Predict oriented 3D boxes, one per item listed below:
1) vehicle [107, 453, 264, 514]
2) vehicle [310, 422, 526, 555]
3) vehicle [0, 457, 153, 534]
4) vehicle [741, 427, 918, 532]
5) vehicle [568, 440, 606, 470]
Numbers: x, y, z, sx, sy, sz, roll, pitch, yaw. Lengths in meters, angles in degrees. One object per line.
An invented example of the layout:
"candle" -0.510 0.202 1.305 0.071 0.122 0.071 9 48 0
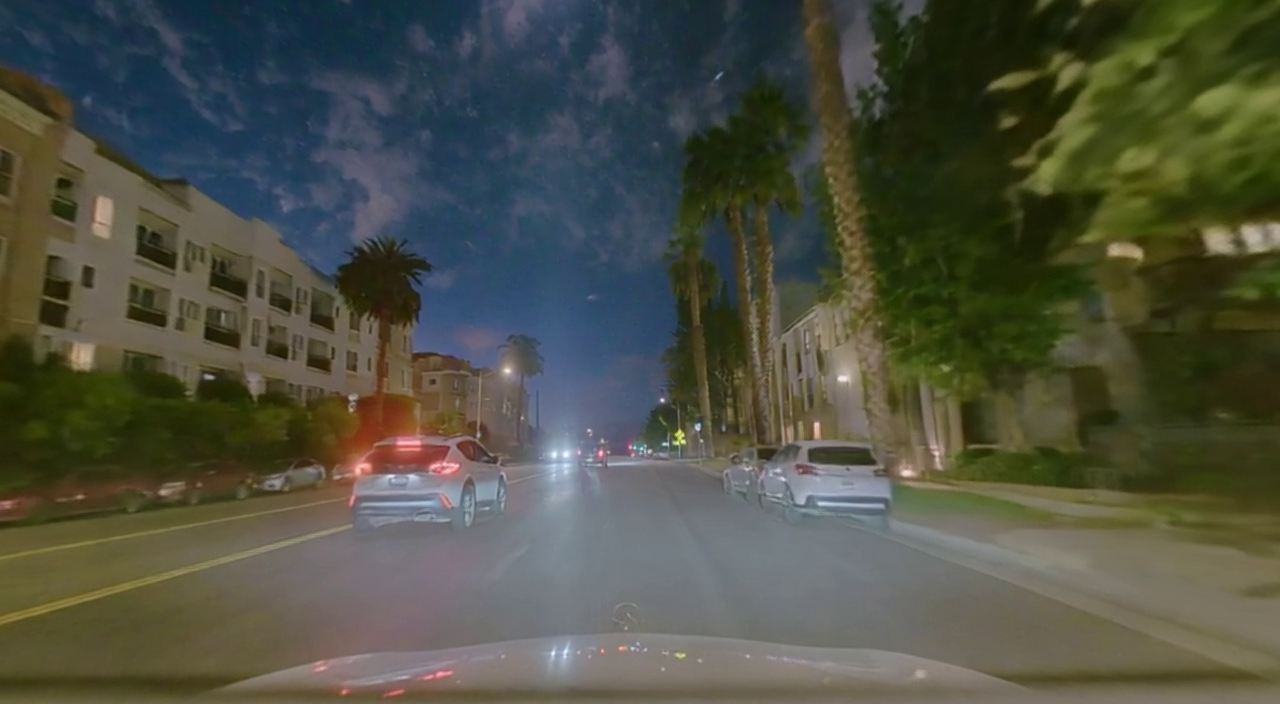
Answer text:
"vehicle" -13.785 3.961 19.475 1.812 1.467 4.253 -4 -8 -2
"vehicle" -3.173 2.021 9.990 1.929 1.651 3.948 0 -9 0
"vehicle" -13.731 3.167 14.394 1.787 1.461 4.367 0 -9 -2
"vehicle" 3.707 2.605 13.626 2.125 1.768 5.544 0 -9 0
"vehicle" -3.408 6.721 41.277 1.994 1.810 5.057 0 -9 1
